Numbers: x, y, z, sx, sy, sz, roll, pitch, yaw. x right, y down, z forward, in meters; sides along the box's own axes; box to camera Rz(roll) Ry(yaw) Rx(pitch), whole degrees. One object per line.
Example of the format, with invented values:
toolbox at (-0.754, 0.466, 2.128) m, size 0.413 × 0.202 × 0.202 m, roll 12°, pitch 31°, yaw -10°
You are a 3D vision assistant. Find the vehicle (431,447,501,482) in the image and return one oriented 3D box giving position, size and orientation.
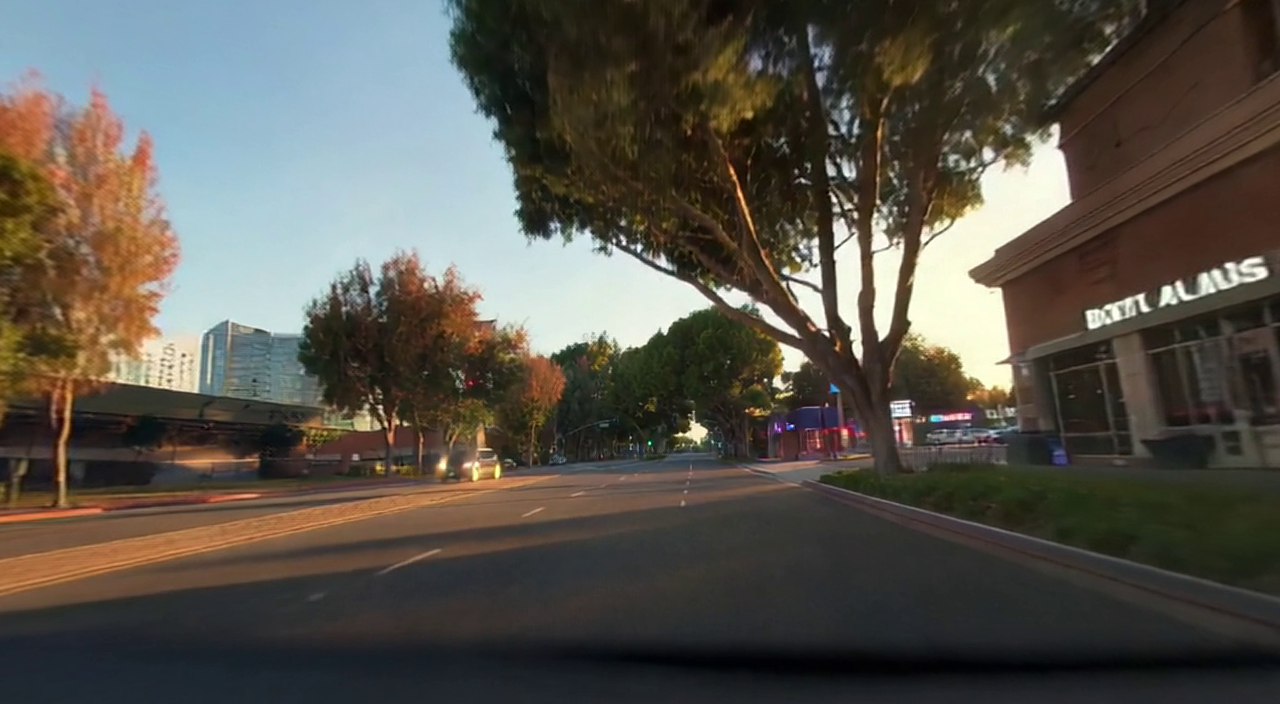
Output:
vehicle at (-9.351, 6.059, 34.202) m, size 2.209 × 1.773 × 4.481 m, roll -1°, pitch -9°, yaw 4°
